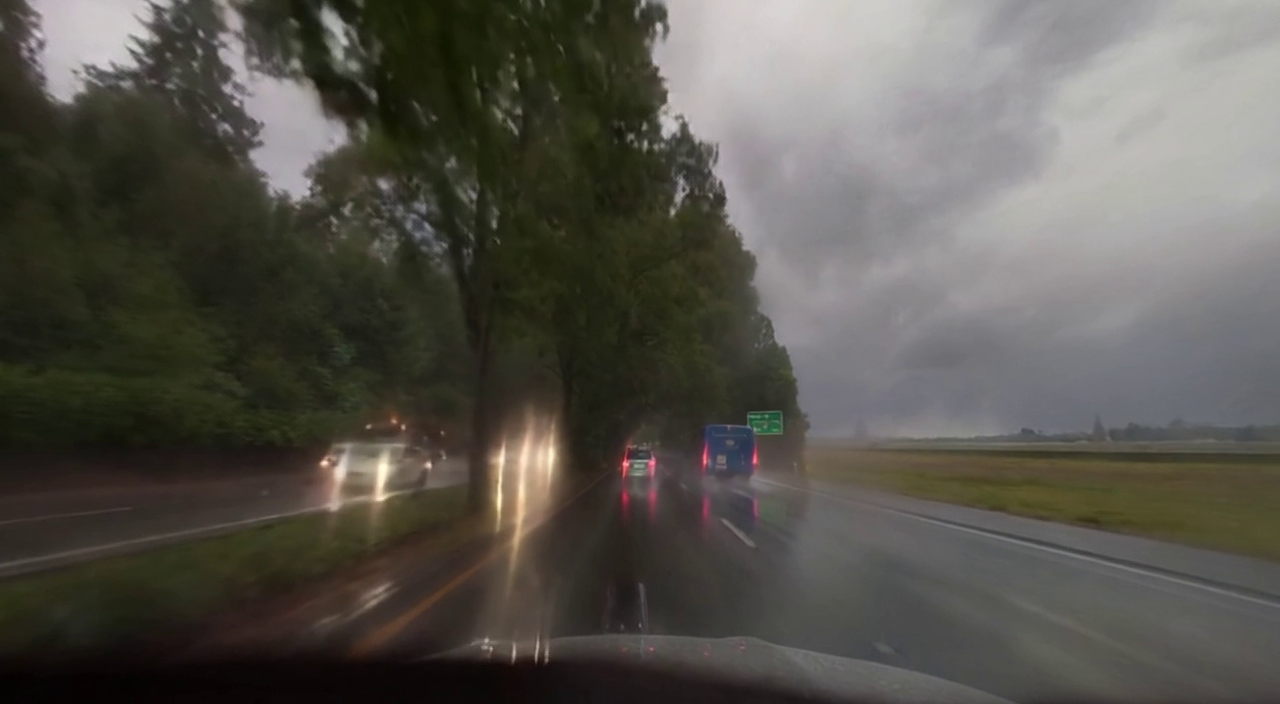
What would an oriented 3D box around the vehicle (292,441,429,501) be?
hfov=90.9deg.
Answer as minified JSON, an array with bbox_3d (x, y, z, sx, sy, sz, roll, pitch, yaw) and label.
[{"bbox_3d":[-7.686,3.312,17.884,1.888,1.466,4.355,0,-9,0],"label":"vehicle"}]

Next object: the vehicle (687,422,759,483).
[{"bbox_3d":[3.853,4.886,30.650,2.513,2.633,5.930,0,-9,-1],"label":"vehicle"}]

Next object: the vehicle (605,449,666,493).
[{"bbox_3d":[-0.189,4.295,23.063,2.037,1.417,3.885,0,-9,-1],"label":"vehicle"}]

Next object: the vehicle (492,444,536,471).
[{"bbox_3d":[-7.844,6.606,39.629,1.914,1.609,4.184,0,-9,0],"label":"vehicle"}]
